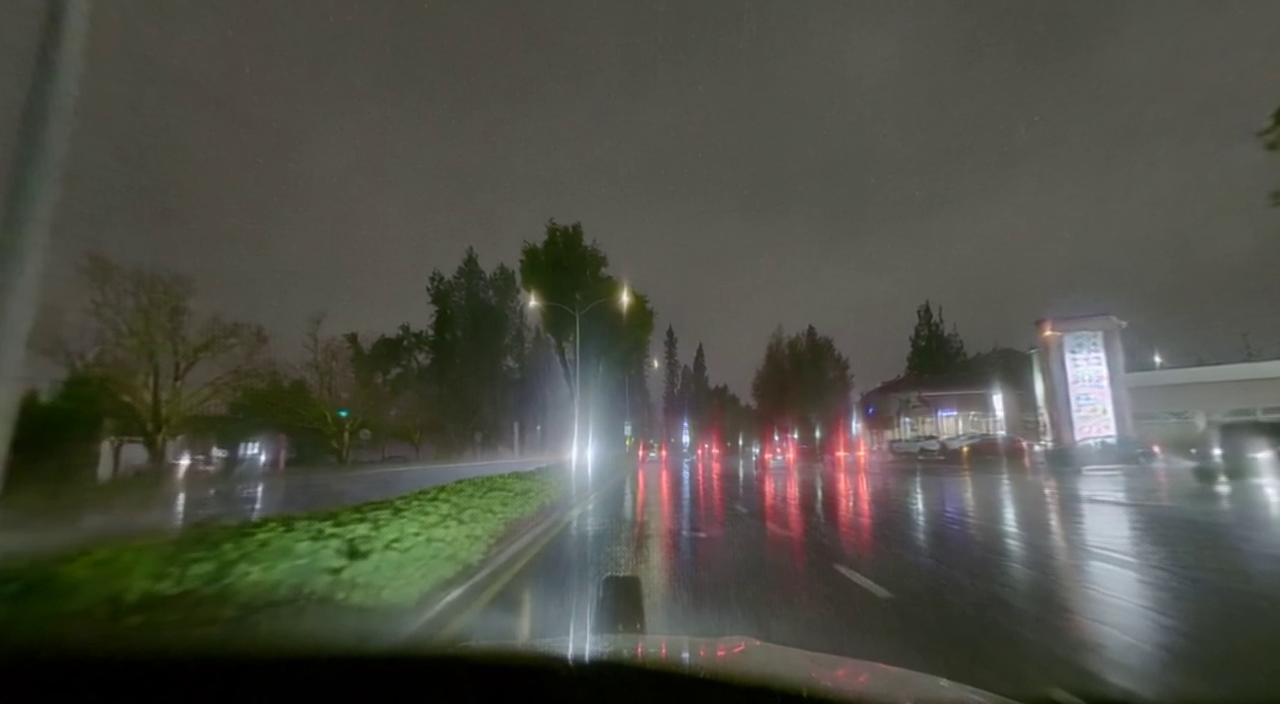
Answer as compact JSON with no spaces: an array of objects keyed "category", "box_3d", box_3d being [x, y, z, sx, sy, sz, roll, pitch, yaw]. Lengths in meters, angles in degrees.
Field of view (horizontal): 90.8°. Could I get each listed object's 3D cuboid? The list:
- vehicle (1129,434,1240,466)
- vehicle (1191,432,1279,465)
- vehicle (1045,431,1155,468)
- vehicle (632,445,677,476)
[{"category":"vehicle","box_3d":[27.116,4.903,31.635,1.844,1.481,3.904,1,-8,-6]},{"category":"vehicle","box_3d":[29.925,4.750,31.142,1.799,1.506,3.944,0,-9,-3]},{"category":"vehicle","box_3d":[22.190,4.703,30.699,1.864,1.655,4.179,1,-8,-6]},{"category":"vehicle","box_3d":[0.757,5.410,31.732,2.095,1.456,3.873,-1,-8,2]}]
